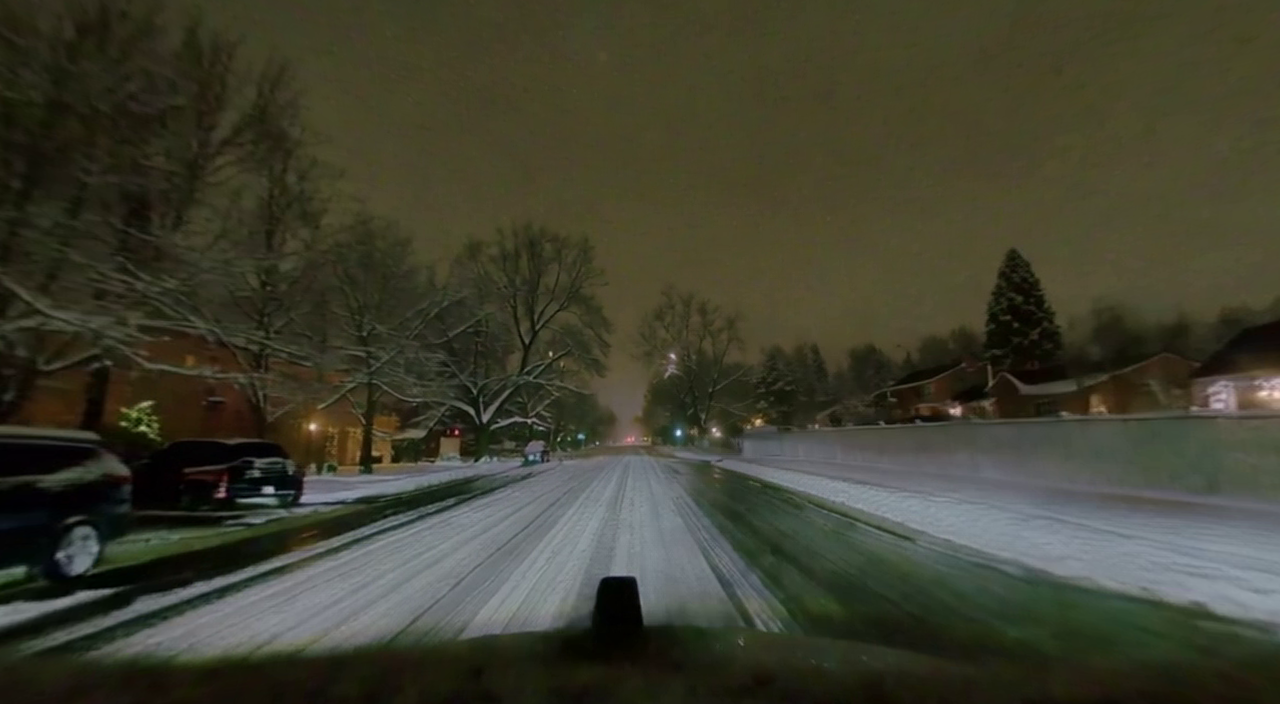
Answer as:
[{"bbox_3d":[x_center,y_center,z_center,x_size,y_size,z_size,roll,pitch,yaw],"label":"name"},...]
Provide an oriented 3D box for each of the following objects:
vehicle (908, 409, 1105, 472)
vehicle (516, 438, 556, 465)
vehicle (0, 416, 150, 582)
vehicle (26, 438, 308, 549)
[{"bbox_3d":[12.188,2.964,21.234,5.367,1.953,2.257,1,-8,-9],"label":"vehicle"},{"bbox_3d":[-7.934,7.680,48.622,2.091,1.912,4.598,0,-10,2],"label":"vehicle"},{"bbox_3d":[-8.363,1.598,6.684,2.352,1.843,4.979,-1,-10,0],"label":"vehicle"},{"bbox_3d":[-8.524,2.522,12.081,2.074,1.616,4.440,-2,-8,-2],"label":"vehicle"}]
